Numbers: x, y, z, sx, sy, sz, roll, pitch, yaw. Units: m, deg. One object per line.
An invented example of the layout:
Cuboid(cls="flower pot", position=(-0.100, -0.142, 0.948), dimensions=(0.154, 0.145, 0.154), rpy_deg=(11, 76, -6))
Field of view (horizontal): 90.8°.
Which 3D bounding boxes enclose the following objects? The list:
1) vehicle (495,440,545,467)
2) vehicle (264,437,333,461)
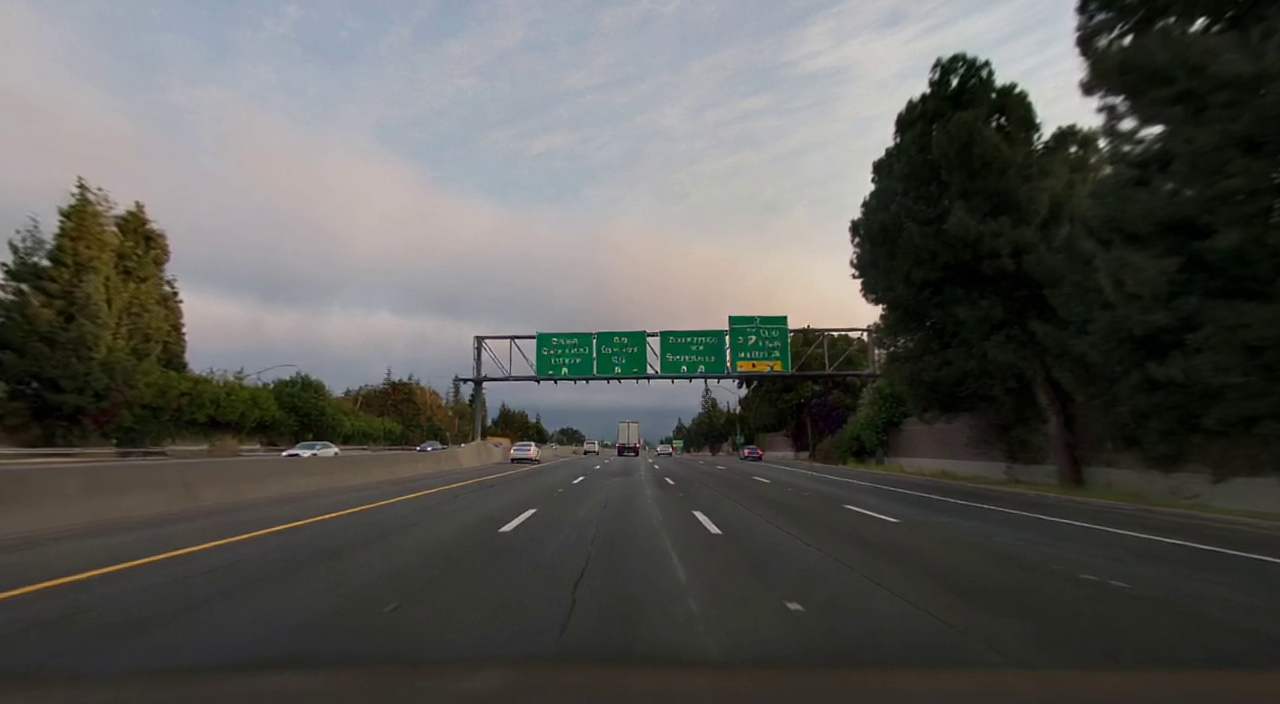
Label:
Cuboid(cls="vehicle", position=(-7.380, 6.289, 39.276), dimensions=(2.117, 1.518, 4.930), rpy_deg=(0, -8, 0))
Cuboid(cls="vehicle", position=(-22.525, 6.429, 41.946), dimensions=(1.865, 1.481, 4.681), rpy_deg=(0, -8, 2))
